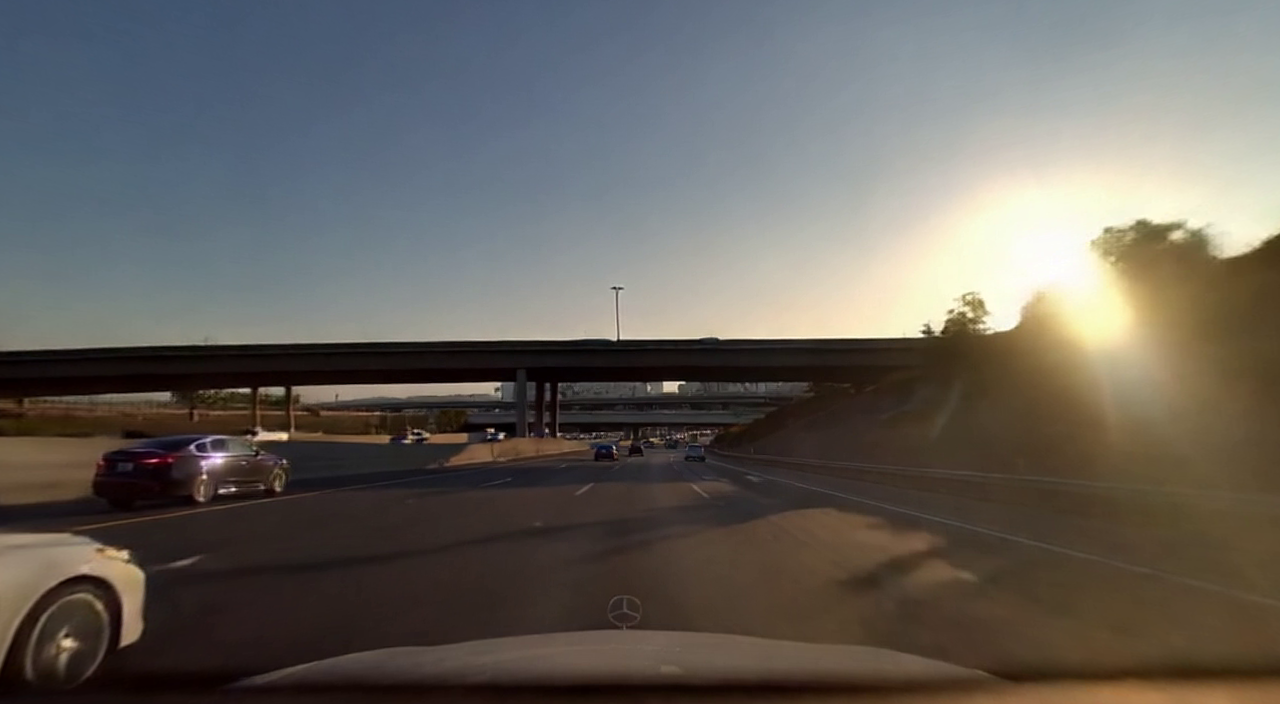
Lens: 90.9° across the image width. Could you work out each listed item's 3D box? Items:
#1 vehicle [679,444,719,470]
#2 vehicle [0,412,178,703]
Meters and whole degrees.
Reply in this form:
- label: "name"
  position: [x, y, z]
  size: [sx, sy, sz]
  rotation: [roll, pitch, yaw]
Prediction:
- label: "vehicle"
  position: [3.647, 6.543, 39.730]
  size: [2.059, 1.509, 4.670]
  rotation: [0, -8, 0]
- label: "vehicle"
  position: [-3.820, 0.840, 1.584]
  size: [1.990, 1.477, 4.308]
  rotation: [0, -8, 1]
